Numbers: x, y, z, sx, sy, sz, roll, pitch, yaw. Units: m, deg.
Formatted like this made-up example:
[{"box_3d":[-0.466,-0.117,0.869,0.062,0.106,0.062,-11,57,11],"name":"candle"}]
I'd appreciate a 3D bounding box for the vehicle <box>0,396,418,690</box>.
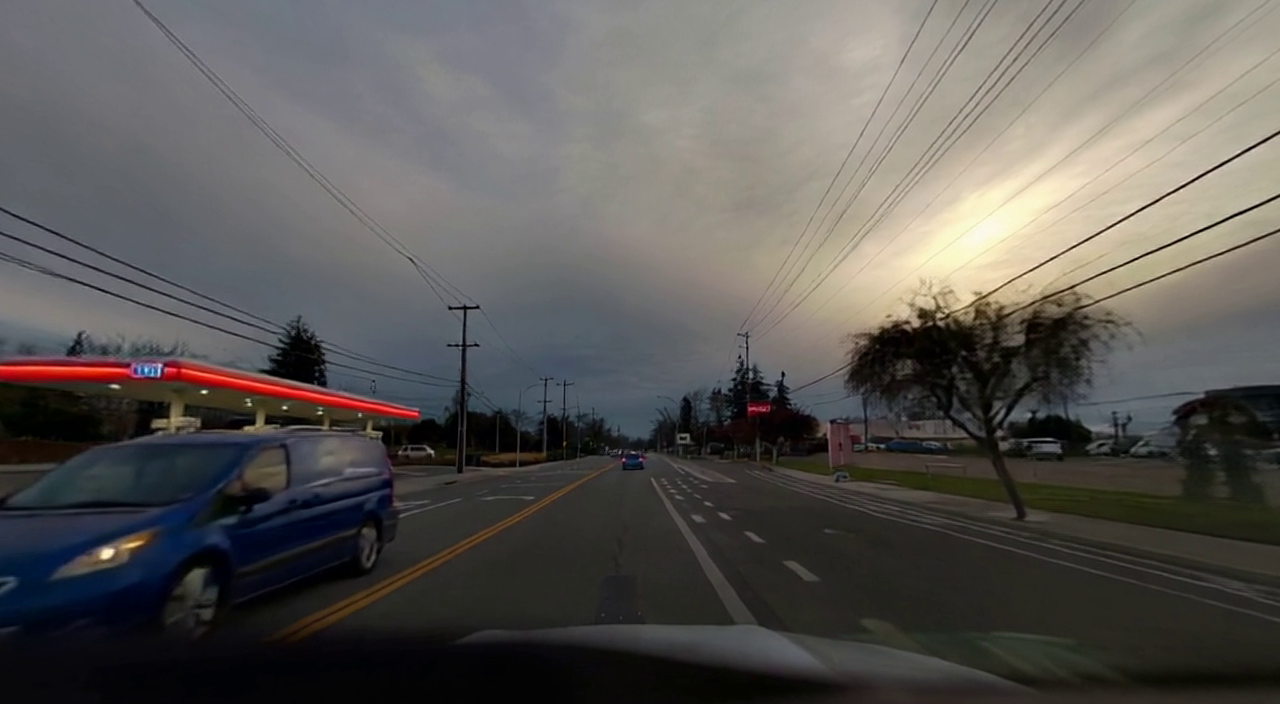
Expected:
[{"box_3d":[-4.313,1.566,6.492,2.274,1.844,4.843,0,-8,0],"name":"vehicle"}]
